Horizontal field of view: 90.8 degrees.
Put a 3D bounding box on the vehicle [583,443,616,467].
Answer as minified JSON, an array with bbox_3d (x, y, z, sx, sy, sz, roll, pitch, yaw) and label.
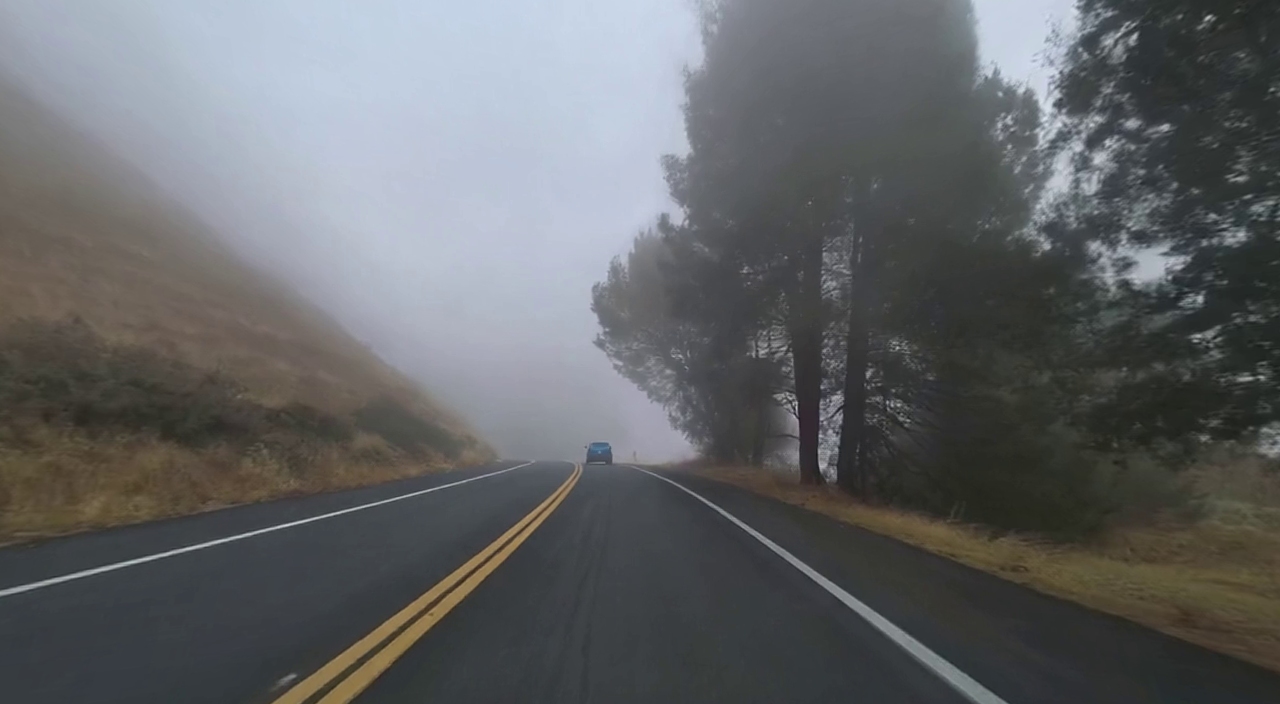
[{"bbox_3d":[-3.154,7.898,48.496,2.195,1.749,4.260,1,-9,-7],"label":"vehicle"}]
